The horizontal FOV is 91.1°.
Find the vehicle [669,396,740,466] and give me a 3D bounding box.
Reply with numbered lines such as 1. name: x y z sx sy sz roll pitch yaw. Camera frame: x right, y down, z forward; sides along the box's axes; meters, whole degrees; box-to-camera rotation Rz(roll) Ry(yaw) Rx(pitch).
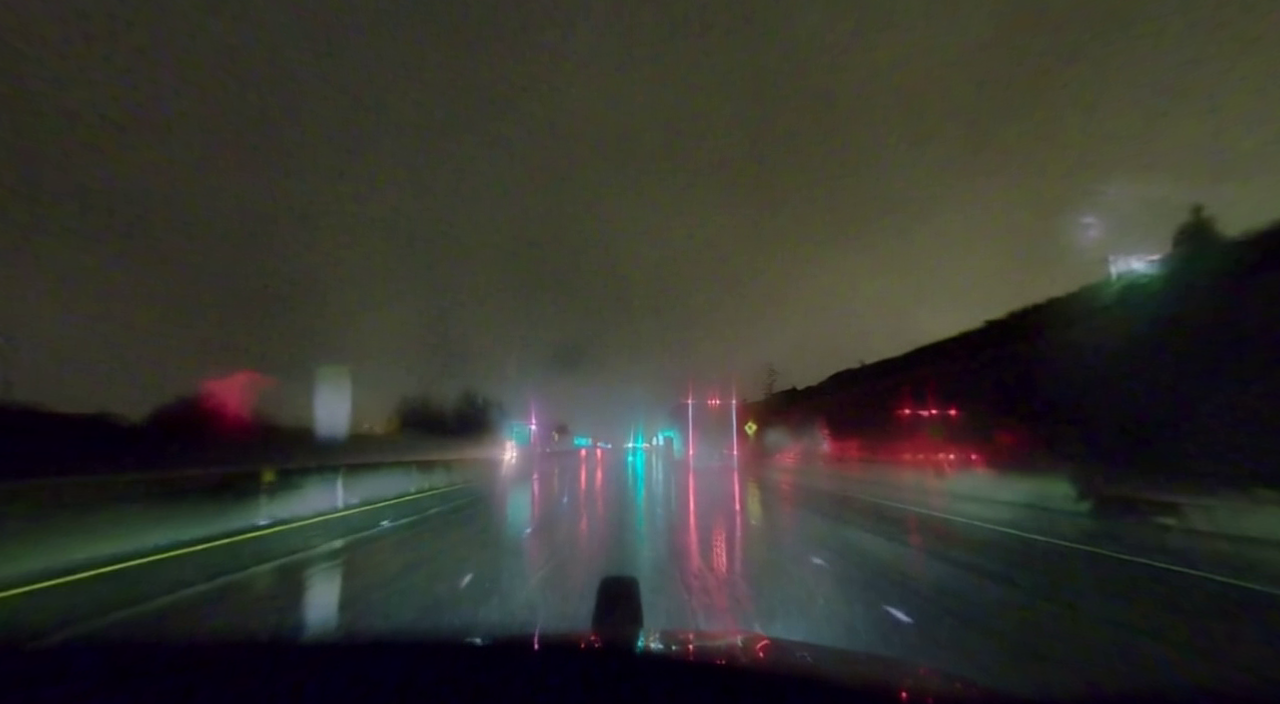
1. vehicle: 4.106 5.773 44.262 3.201 4.104 14.356 0 -9 -1

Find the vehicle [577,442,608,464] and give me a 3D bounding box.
1. vehicle: -3.510 7.600 47.235 2.100 1.525 4.179 0 -9 0
